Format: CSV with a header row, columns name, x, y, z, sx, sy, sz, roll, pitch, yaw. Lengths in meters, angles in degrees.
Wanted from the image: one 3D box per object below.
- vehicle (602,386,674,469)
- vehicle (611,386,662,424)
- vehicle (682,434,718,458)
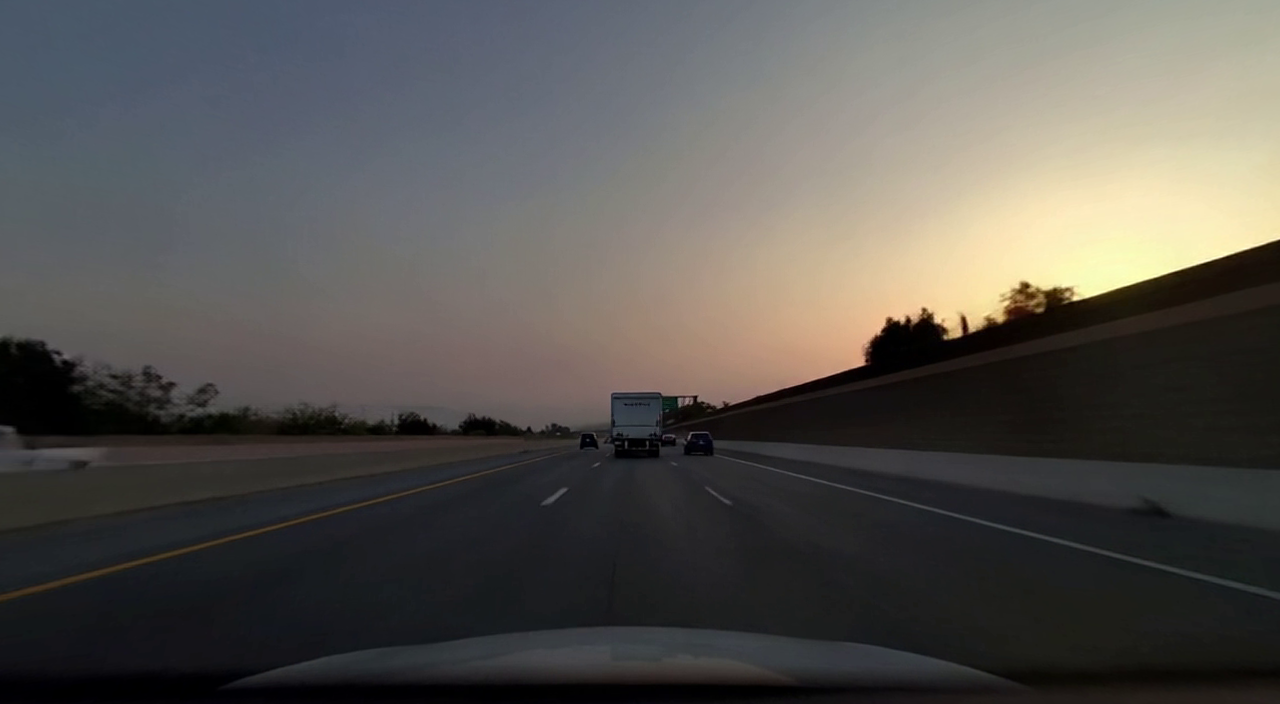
name,x,y,z,sx,sy,sz,roll,pitch,yaw
vehicle,-0.268,3.991,32.604,2.953,3.406,13.372,0,-7,-2
vehicle,-0.180,2.425,28.040,2.112,1.472,4.240,0,-8,-1
vehicle,3.886,6.183,41.652,1.910,1.492,4.324,0,-8,-1
